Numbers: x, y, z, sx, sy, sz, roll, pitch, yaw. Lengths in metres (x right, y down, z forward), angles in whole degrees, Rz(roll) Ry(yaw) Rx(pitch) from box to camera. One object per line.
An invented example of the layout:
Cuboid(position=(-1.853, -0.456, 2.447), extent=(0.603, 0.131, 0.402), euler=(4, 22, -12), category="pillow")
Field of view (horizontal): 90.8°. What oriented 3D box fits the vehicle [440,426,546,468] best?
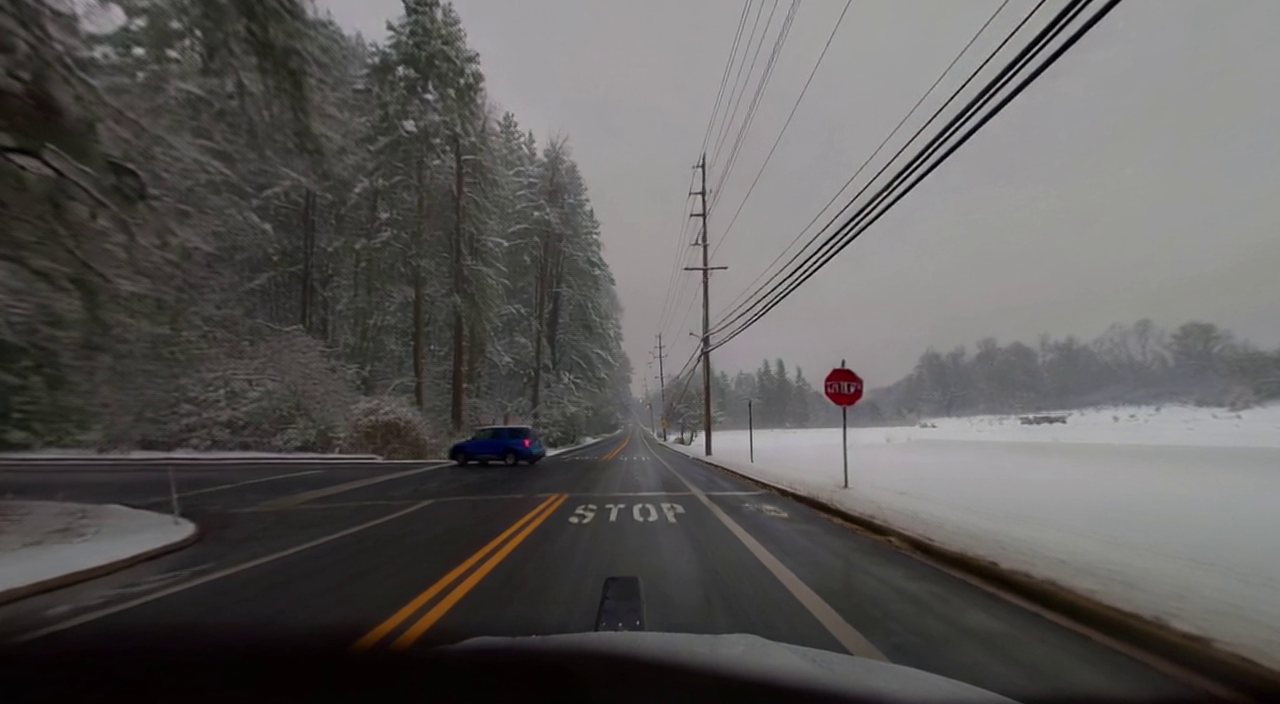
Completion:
Cuboid(position=(-7.526, 4.921, 32.781), extent=(2.348, 1.973, 5.020), euler=(-6, -10, 35), category="vehicle")
